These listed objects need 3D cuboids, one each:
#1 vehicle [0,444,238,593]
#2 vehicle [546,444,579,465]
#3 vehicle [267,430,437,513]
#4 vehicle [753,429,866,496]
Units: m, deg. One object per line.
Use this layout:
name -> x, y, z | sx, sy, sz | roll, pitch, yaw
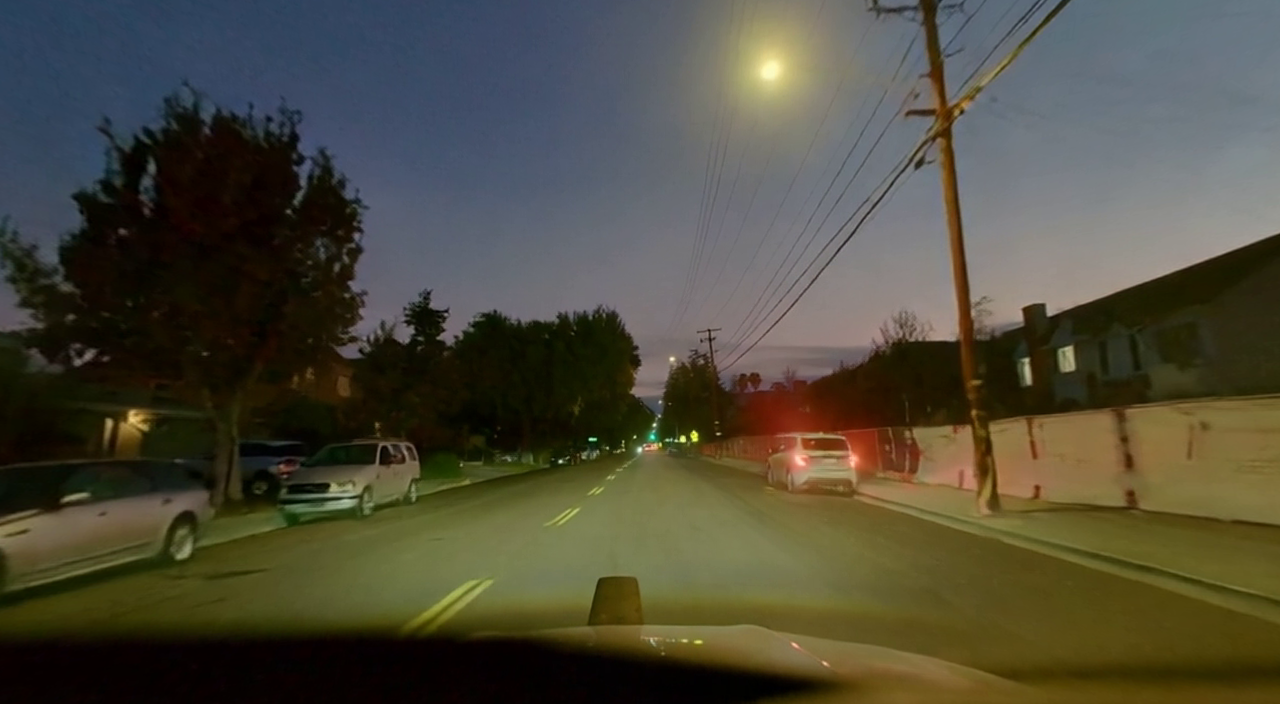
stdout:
vehicle -> -7.514, 1.957, 7.939 | 2.041, 1.480, 4.474 | -2, -9, -1
vehicle -> -5.964, 7.993, 49.310 | 1.771, 1.512, 4.281 | -1, -9, 4
vehicle -> -7.166, 3.009, 16.407 | 2.055, 1.806, 4.540 | -1, -8, 4
vehicle -> 4.437, 2.966, 17.284 | 1.902, 1.542, 4.099 | -2, -8, 0
